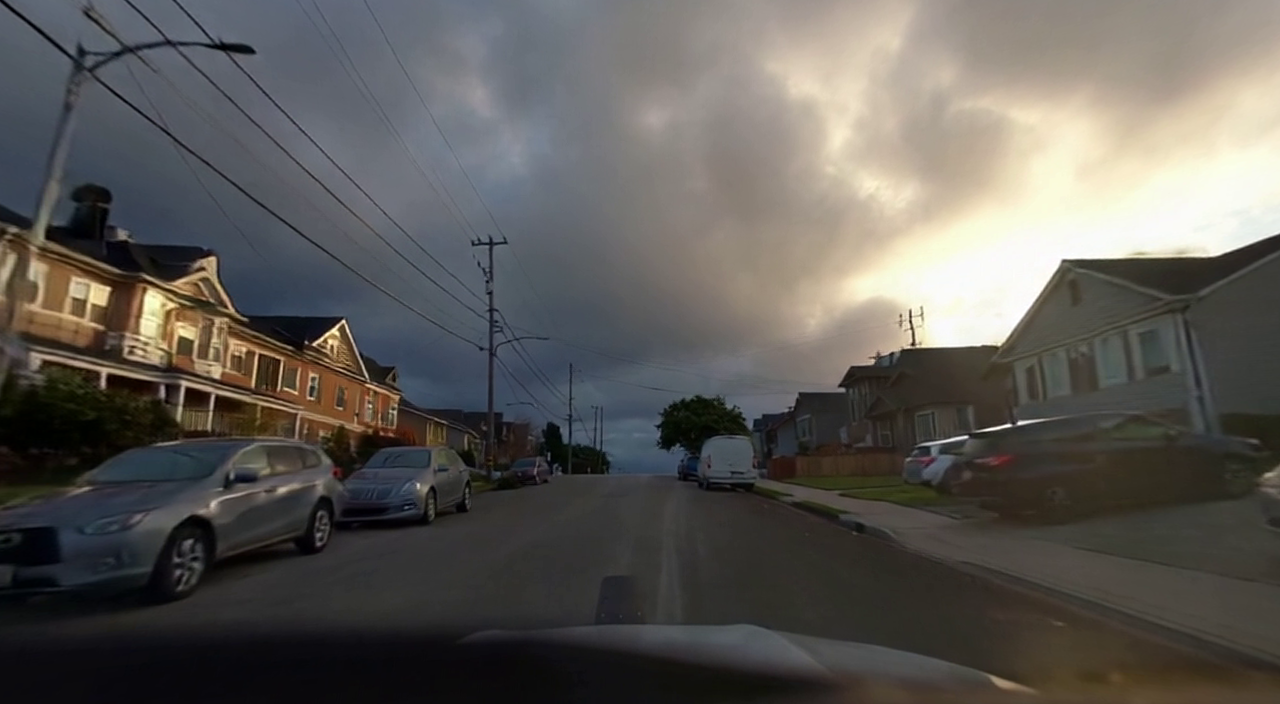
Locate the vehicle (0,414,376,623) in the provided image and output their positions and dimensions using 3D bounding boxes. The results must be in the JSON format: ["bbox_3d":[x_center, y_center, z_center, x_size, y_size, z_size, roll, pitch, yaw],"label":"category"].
[{"bbox_3d":[-4.874,1.624,7.246,1.967,1.656,3.924,2,-7,0],"label":"vehicle"}]

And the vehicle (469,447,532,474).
[{"bbox_3d":[-9.110,7.097,41.430,3.684,1.628,1.792,0,-7,1],"label":"vehicle"}]

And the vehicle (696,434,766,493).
[{"bbox_3d":[3.652,4.574,26.211,2.343,2.229,4.199,0,-9,1],"label":"vehicle"}]

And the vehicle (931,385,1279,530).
[{"bbox_3d":[8.365,1.758,10.765,5.615,1.787,2.014,-6,-11,1],"label":"vehicle"}]

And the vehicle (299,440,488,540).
[{"bbox_3d":[-4.472,2.509,12.362,1.960,1.507,4.542,0,-7,-1],"label":"vehicle"}]
